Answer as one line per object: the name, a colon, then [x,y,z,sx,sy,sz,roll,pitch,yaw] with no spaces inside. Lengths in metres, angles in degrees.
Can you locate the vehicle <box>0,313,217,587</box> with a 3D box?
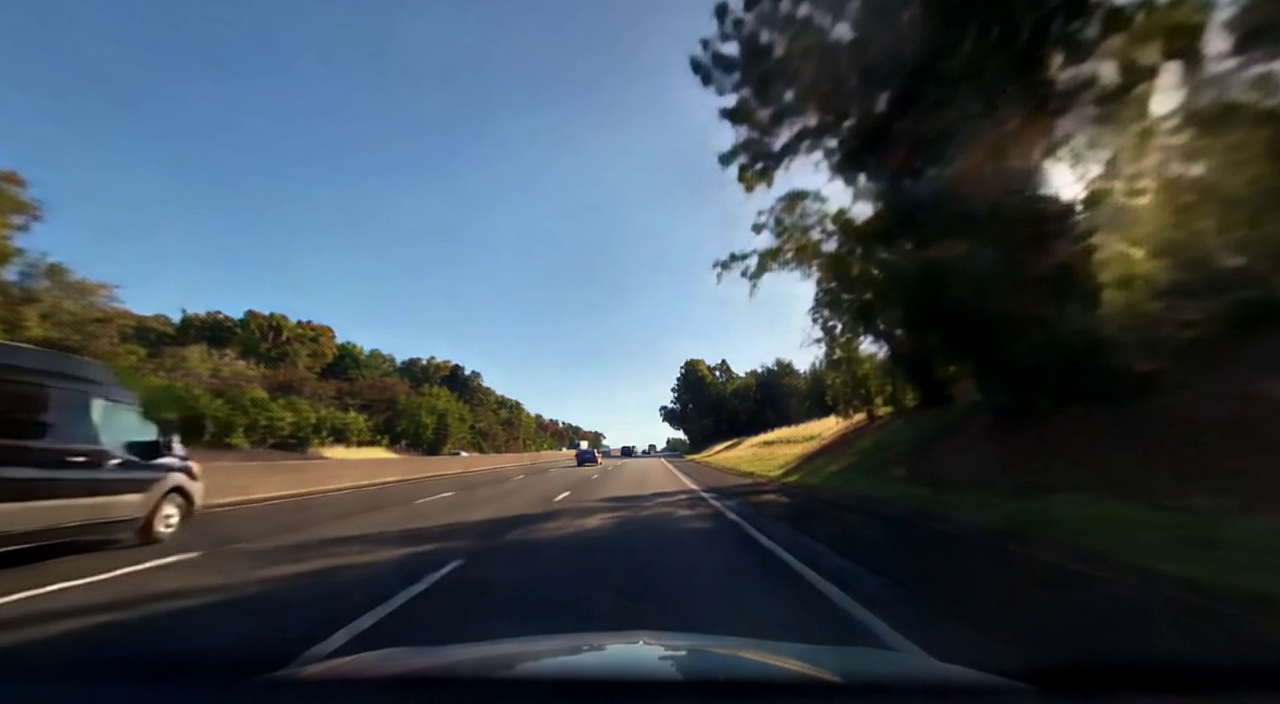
vehicle: [-7.061,0.855,5.490,2.449,2.471,6.130,0,-9,0]

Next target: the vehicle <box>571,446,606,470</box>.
vehicle: [-3.284,6.901,41.044,1.858,1.459,4.091,0,-9,1]
